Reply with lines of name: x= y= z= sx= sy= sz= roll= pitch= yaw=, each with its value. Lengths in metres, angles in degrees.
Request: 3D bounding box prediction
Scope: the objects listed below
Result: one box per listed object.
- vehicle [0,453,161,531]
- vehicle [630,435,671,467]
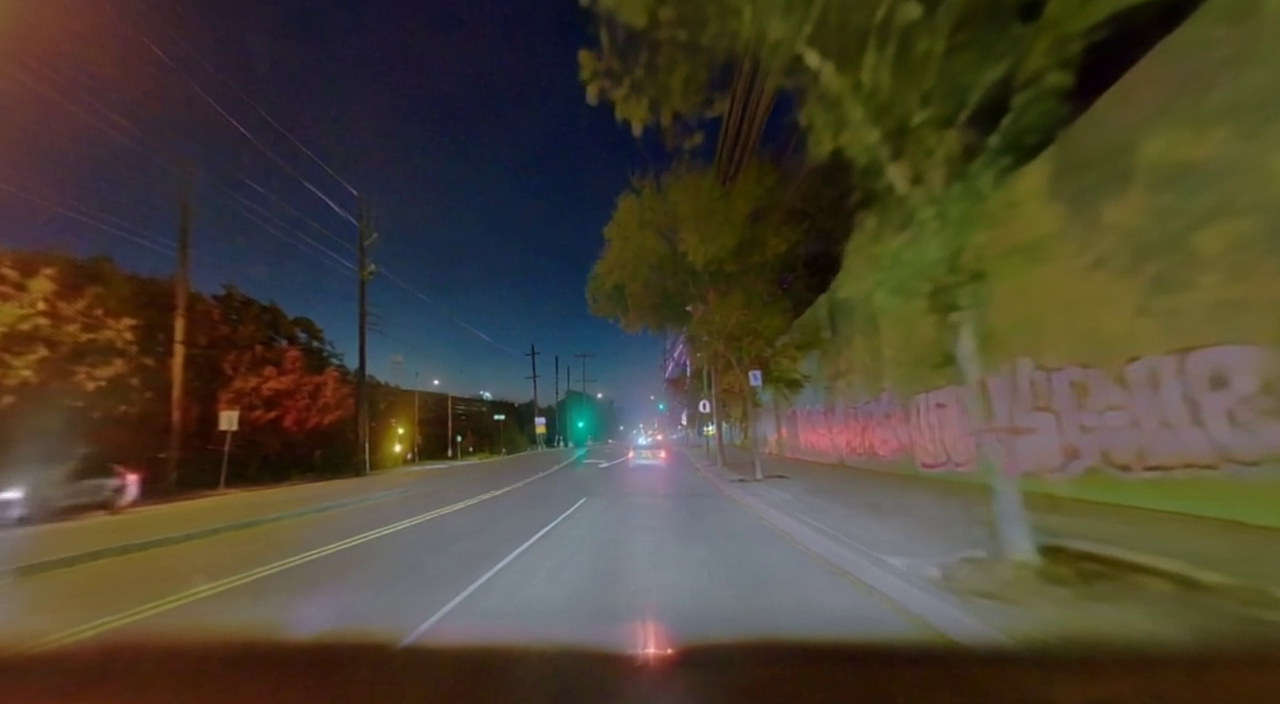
vehicle: x=-15.860 y=3.762 z=17.335 sx=1.952 sy=1.698 sz=4.493 roll=-5 pitch=-8 yaw=1
vehicle: x=0.616 y=5.309 z=34.109 sx=2.105 sy=1.611 sz=3.750 roll=0 pitch=-8 yaw=2
